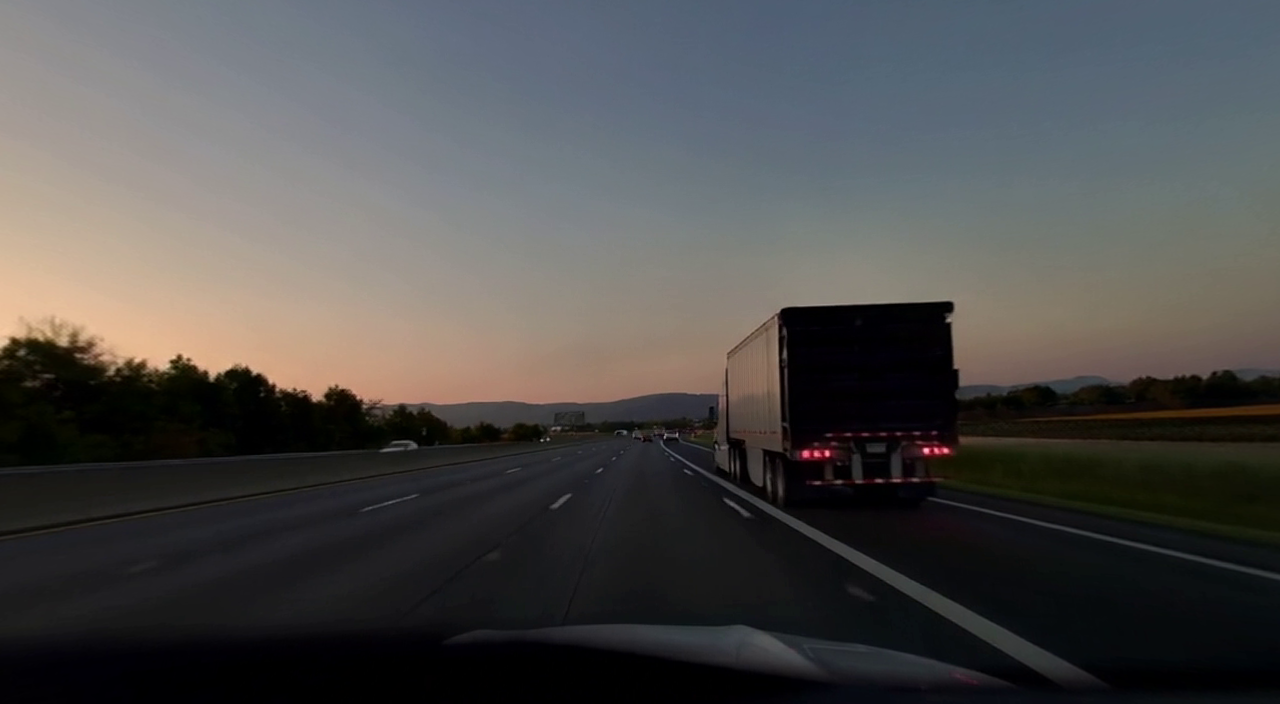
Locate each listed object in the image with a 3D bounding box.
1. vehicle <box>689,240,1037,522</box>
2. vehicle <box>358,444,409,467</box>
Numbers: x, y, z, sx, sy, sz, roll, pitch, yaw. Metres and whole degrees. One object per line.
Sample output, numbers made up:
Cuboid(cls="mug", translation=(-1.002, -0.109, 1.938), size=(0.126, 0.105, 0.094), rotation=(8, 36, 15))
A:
Cuboid(cls="vehicle", translation=(3.326, 1.155, 14.228), size=(3.446, 3.698, 12.089), rotation=(0, -8, 0))
Cuboid(cls="vehicle", translation=(-18.436, 7.455, 45.407), size=(1.813, 1.492, 4.413), rotation=(0, -8, 0))
